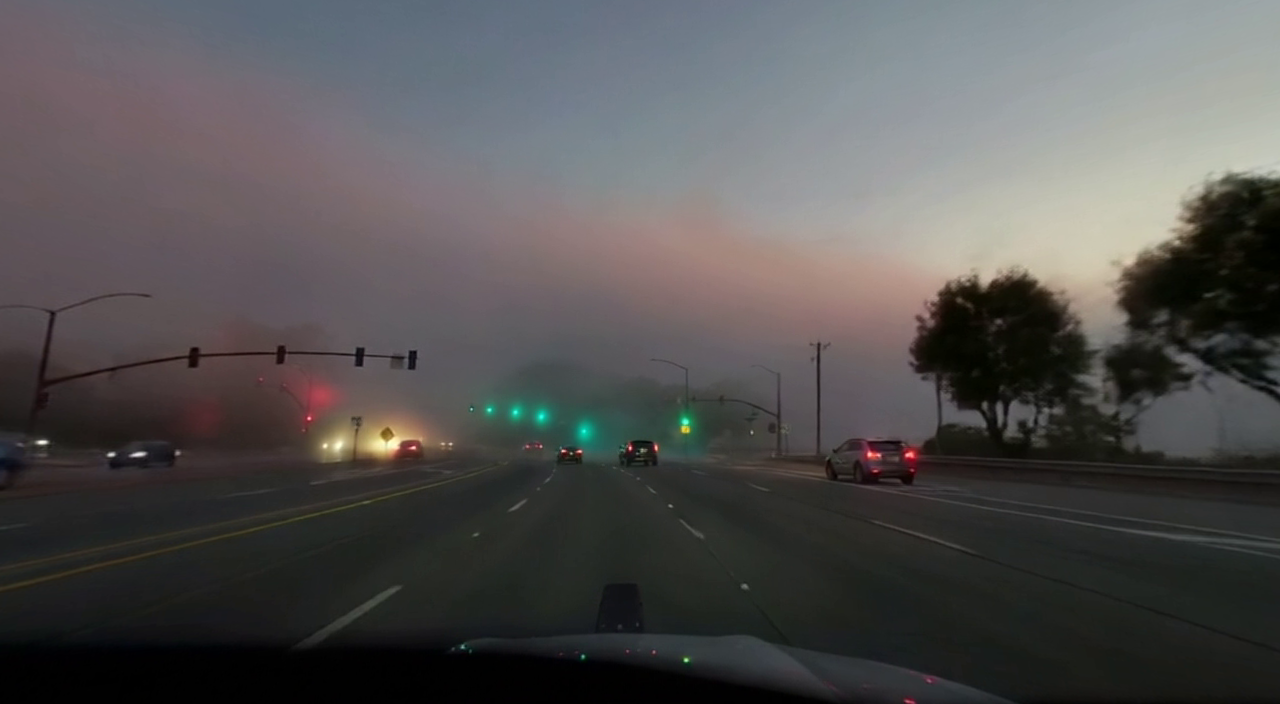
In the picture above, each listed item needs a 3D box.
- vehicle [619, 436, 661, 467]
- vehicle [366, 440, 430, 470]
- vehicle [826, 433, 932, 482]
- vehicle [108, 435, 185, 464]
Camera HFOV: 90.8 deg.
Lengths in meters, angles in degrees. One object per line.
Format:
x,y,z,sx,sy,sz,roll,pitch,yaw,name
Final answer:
-0.047,6.069,38.665,2.024,1.724,3.928,1,-9,-8,vehicle
-14.159,6.012,37.236,2.399,1.624,4.585,1,-8,-6,vehicle
9.383,4.164,25.310,2.130,1.741,4.665,0,-8,-4,vehicle
-31.197,6.158,40.089,1.851,1.700,4.087,1,-9,-7,vehicle
